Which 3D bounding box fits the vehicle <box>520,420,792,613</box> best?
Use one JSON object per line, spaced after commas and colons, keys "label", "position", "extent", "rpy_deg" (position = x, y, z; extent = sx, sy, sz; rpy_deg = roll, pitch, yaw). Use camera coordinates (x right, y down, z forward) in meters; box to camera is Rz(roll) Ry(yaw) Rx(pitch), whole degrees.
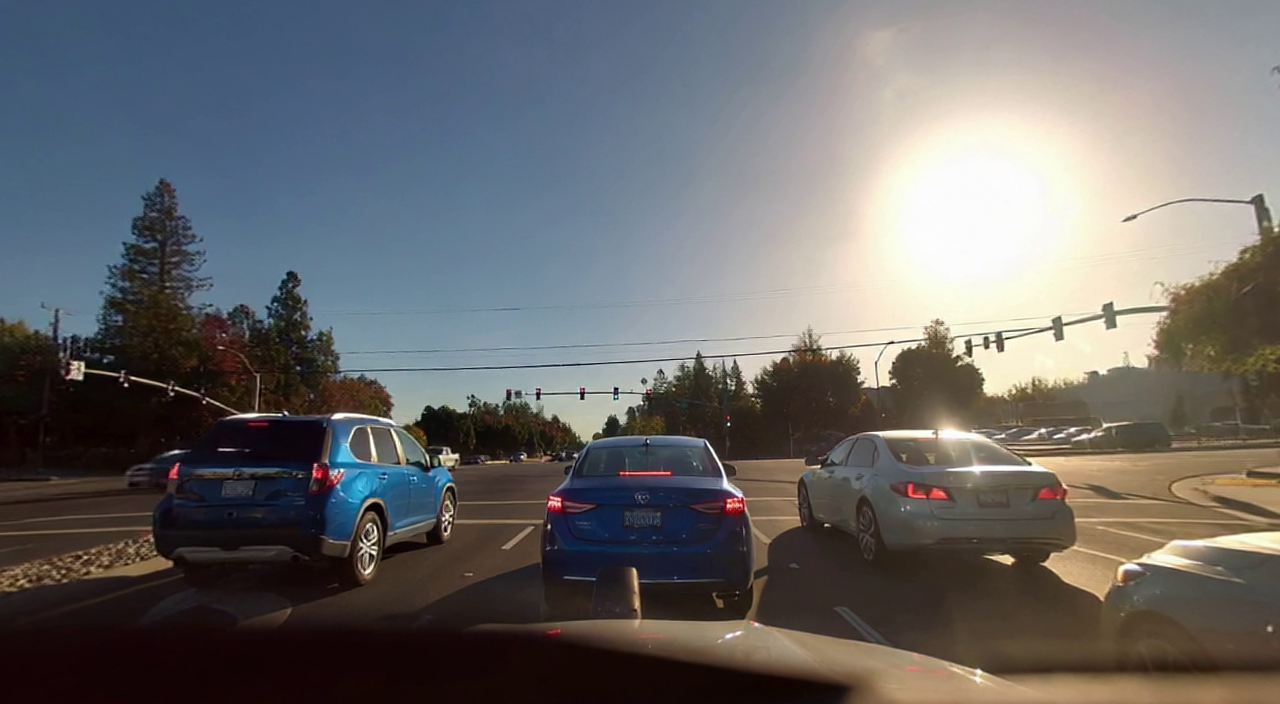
{"label": "vehicle", "position": [0.068, 1.592, 7.027], "extent": [2.114, 1.482, 4.056], "rpy_deg": [0, -9, -2]}

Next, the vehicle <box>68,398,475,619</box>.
{"label": "vehicle", "position": [-3.410, 1.532, 7.070], "extent": [1.958, 1.693, 4.242], "rpy_deg": [0, -9, 0]}

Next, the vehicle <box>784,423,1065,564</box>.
{"label": "vehicle", "position": [3.539, 1.841, 8.978], "extent": [1.874, 1.487, 4.404], "rpy_deg": [0, -9, -1]}

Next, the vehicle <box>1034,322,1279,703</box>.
{"label": "vehicle", "position": [3.238, 0.613, 1.178], "extent": [2.178, 1.691, 4.314], "rpy_deg": [0, -9, 0]}
